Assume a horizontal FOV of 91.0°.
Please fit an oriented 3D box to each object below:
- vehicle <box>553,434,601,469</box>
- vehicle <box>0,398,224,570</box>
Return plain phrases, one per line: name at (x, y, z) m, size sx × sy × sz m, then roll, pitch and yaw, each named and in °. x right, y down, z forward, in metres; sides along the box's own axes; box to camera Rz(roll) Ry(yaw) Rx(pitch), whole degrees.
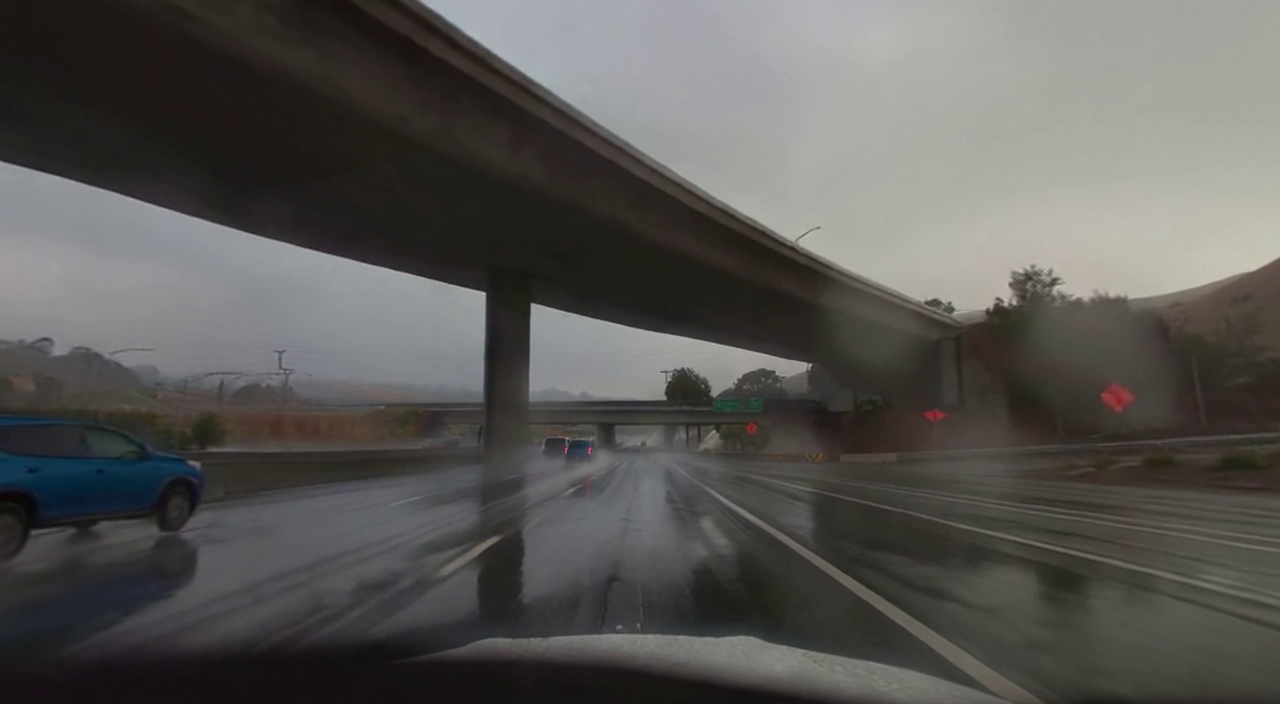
vehicle at (-3.569, 5.781, 36.722) m, size 2.144 × 1.847 × 4.850 m, roll 0°, pitch -8°, yaw 1°
vehicle at (-7.468, 1.460, 7.263) m, size 2.092 × 1.712 × 4.627 m, roll 0°, pitch -8°, yaw 1°
